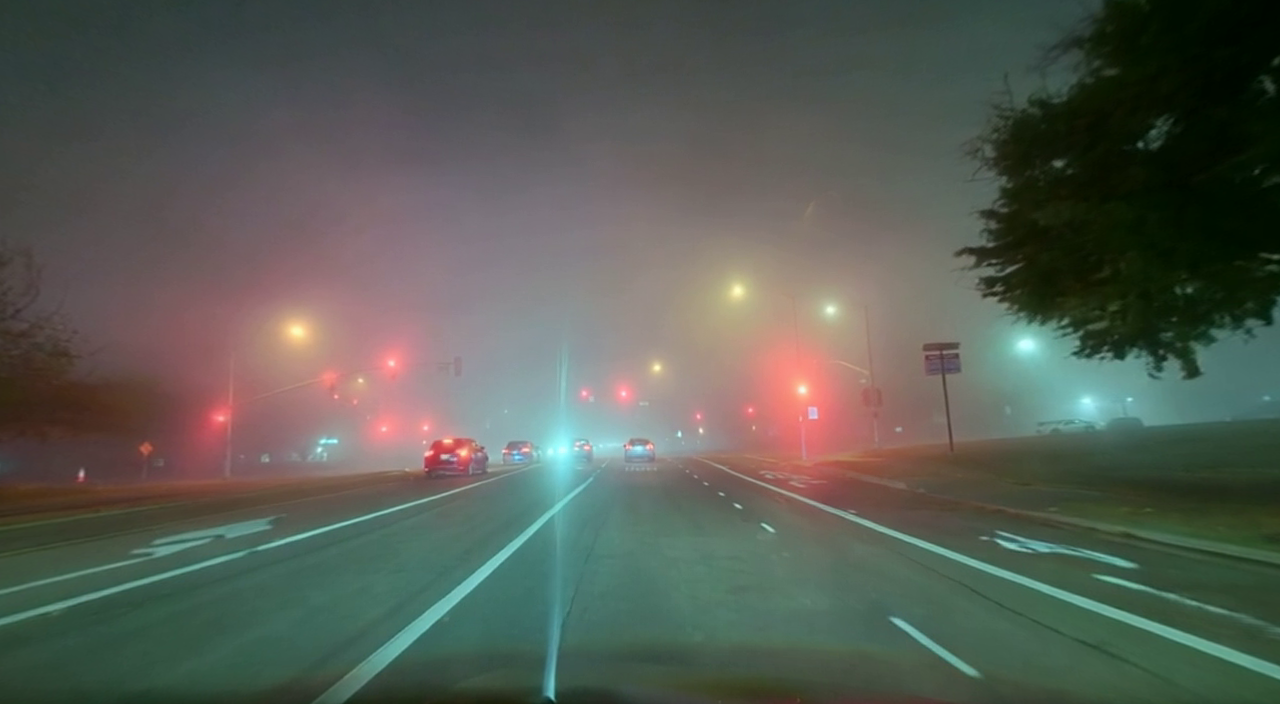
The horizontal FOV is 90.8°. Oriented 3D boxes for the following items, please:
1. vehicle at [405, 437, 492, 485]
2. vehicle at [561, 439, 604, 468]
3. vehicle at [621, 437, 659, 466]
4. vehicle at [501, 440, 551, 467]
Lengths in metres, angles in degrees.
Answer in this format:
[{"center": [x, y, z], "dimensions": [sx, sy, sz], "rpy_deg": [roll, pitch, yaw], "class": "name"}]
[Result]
[{"center": [-6.876, 3.942, 23.108], "dimensions": [1.869, 1.570, 4.064], "rpy_deg": [0, -8, 0], "class": "vehicle"}, {"center": [-3.109, 5.574, 34.816], "dimensions": [1.946, 1.437, 4.154], "rpy_deg": [0, -8, 1], "class": "vehicle"}, {"center": [-0.002, 5.513, 35.158], "dimensions": [1.985, 1.521, 3.968], "rpy_deg": [0, -8, 1], "class": "vehicle"}, {"center": [-6.654, 5.995, 37.445], "dimensions": [2.074, 1.447, 4.224], "rpy_deg": [0, -8, 2], "class": "vehicle"}]
